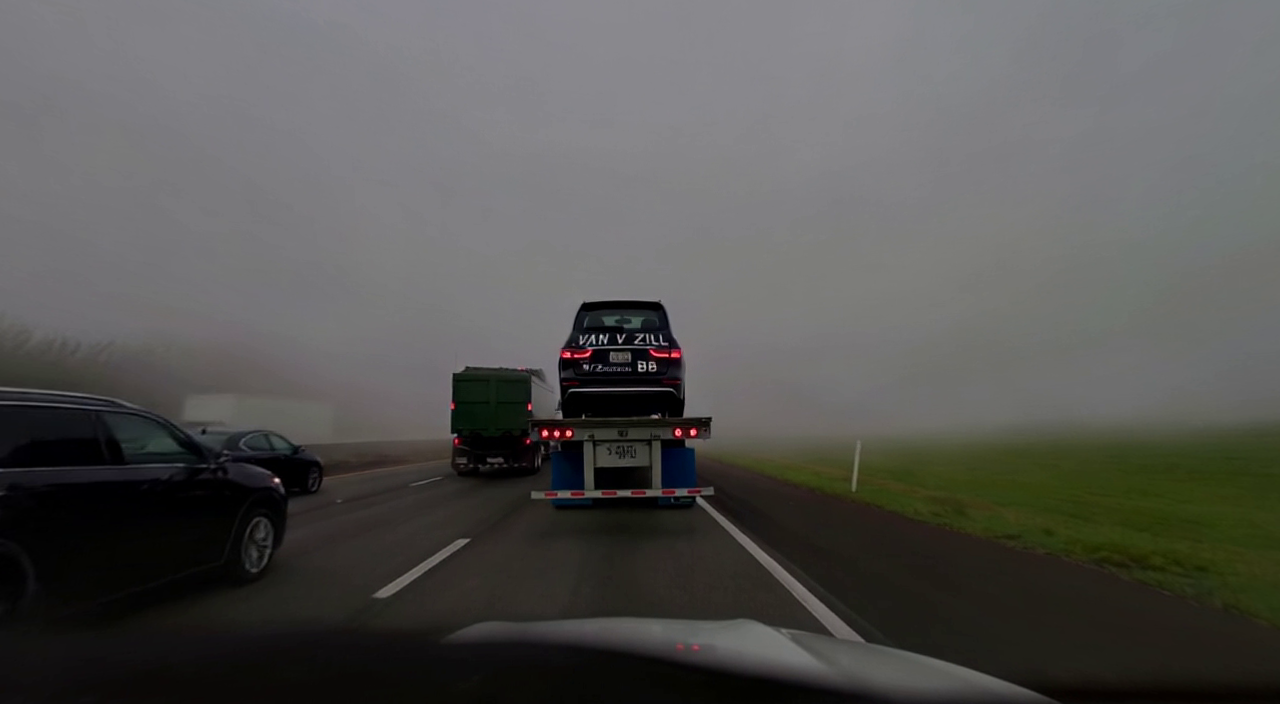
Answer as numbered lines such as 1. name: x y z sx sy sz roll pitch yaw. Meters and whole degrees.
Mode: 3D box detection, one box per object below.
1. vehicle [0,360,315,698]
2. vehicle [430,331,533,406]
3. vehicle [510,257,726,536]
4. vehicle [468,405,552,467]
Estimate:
1. vehicle: -4.186 1.012 4.115 1.914 1.675 4.331 0 -7 -2
2. vehicle: -4.641 0.629 19.234 2.118 1.799 4.591 0 -7 -2
3. vehicle: -0.448 1.131 12.819 2.738 3.628 9.223 0 -7 -2
4. vehicle: -4.706 3.086 23.443 2.258 1.970 4.402 -2 -7 -2
